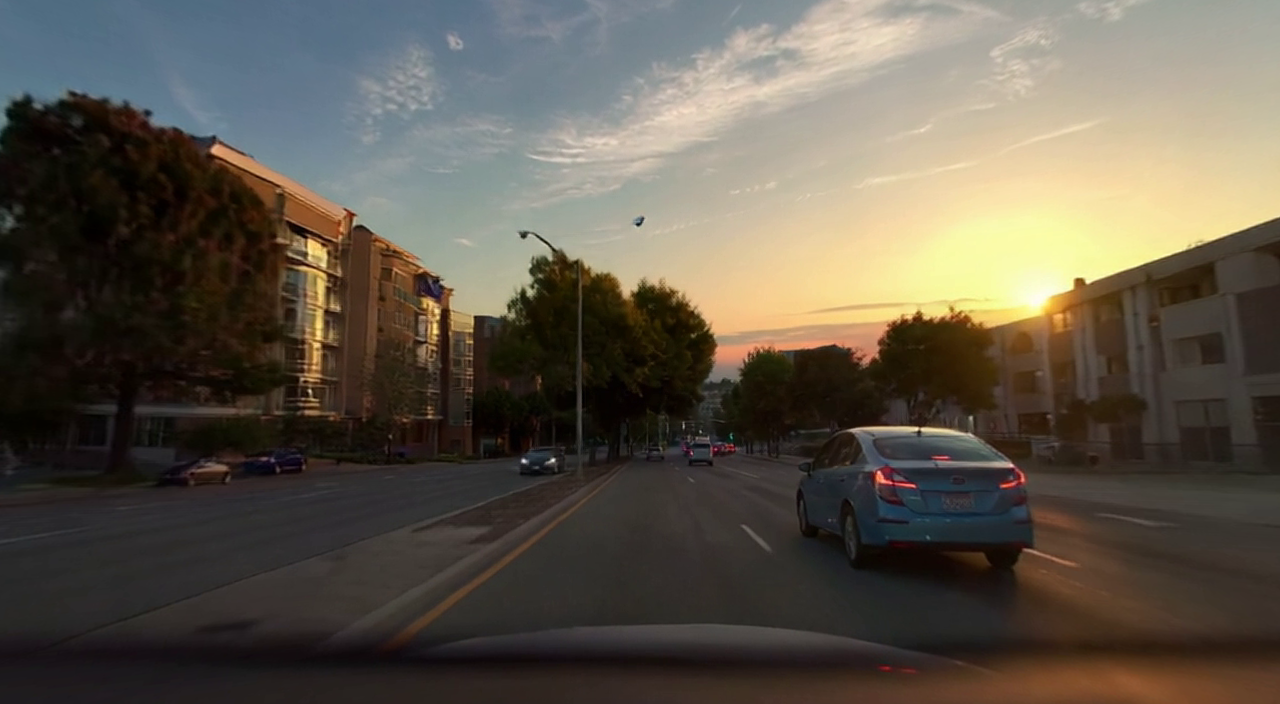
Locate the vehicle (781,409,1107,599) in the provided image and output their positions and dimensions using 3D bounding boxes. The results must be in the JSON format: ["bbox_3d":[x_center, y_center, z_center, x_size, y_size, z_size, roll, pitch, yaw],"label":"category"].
[{"bbox_3d":[3.101,1.613,7.536,1.901,1.634,3.952,0,-8,0],"label":"vehicle"}]

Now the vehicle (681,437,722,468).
[{"bbox_3d":[3.882,6.451,40.760,2.154,1.844,4.634,0,-8,0],"label":"vehicle"}]

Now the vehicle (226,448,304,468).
[{"bbox_3d":[-27.890,7.889,46.915,4.783,1.452,1.753,-1,-8,5],"label":"vehicle"}]

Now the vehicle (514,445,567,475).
[{"bbox_3d":[-5.129,5.607,33.014,1.953,1.462,4.297,-1,-8,2],"label":"vehicle"}]
